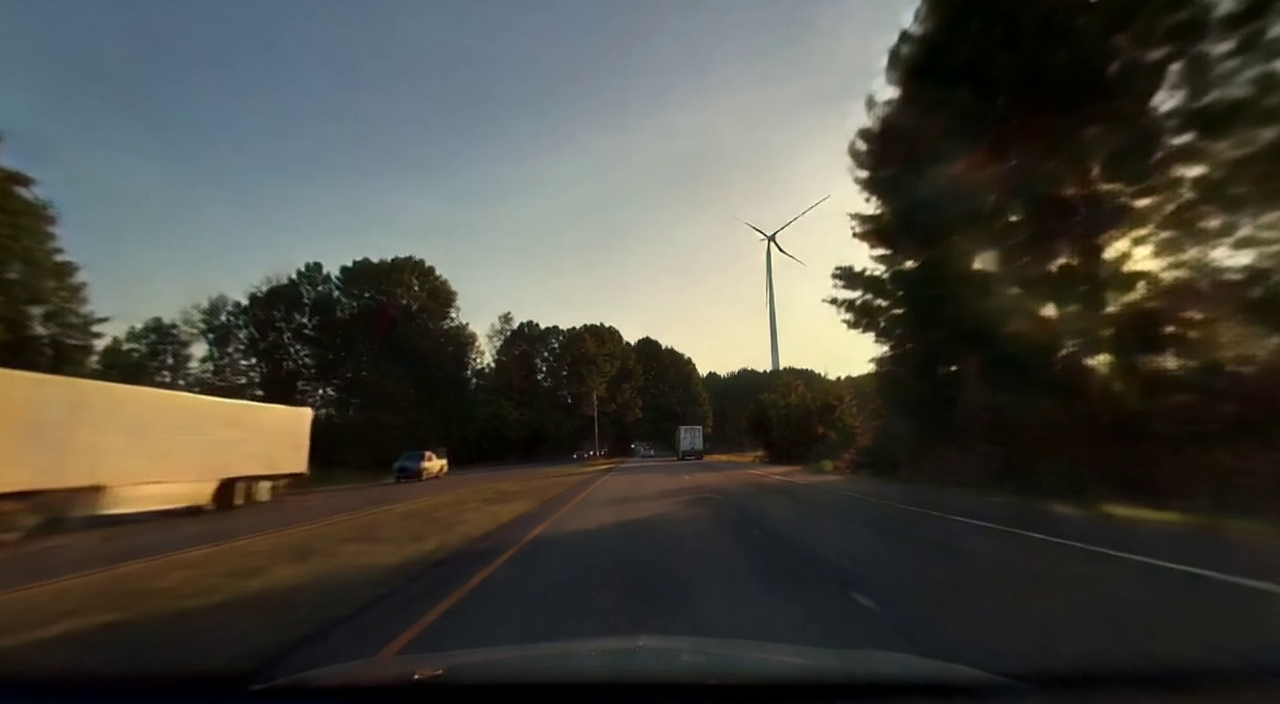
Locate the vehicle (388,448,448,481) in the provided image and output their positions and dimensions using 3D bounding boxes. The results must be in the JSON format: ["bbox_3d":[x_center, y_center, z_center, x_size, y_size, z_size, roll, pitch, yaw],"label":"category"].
[{"bbox_3d":[-14.666,7.448,42.019,2.094,1.999,4.762,-1,-9,2],"label":"vehicle"}]

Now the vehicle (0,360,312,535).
[{"bbox_3d":[-16.265,3.180,20.613,2.905,4.067,14.085,-1,-9,3],"label":"vehicle"}]
